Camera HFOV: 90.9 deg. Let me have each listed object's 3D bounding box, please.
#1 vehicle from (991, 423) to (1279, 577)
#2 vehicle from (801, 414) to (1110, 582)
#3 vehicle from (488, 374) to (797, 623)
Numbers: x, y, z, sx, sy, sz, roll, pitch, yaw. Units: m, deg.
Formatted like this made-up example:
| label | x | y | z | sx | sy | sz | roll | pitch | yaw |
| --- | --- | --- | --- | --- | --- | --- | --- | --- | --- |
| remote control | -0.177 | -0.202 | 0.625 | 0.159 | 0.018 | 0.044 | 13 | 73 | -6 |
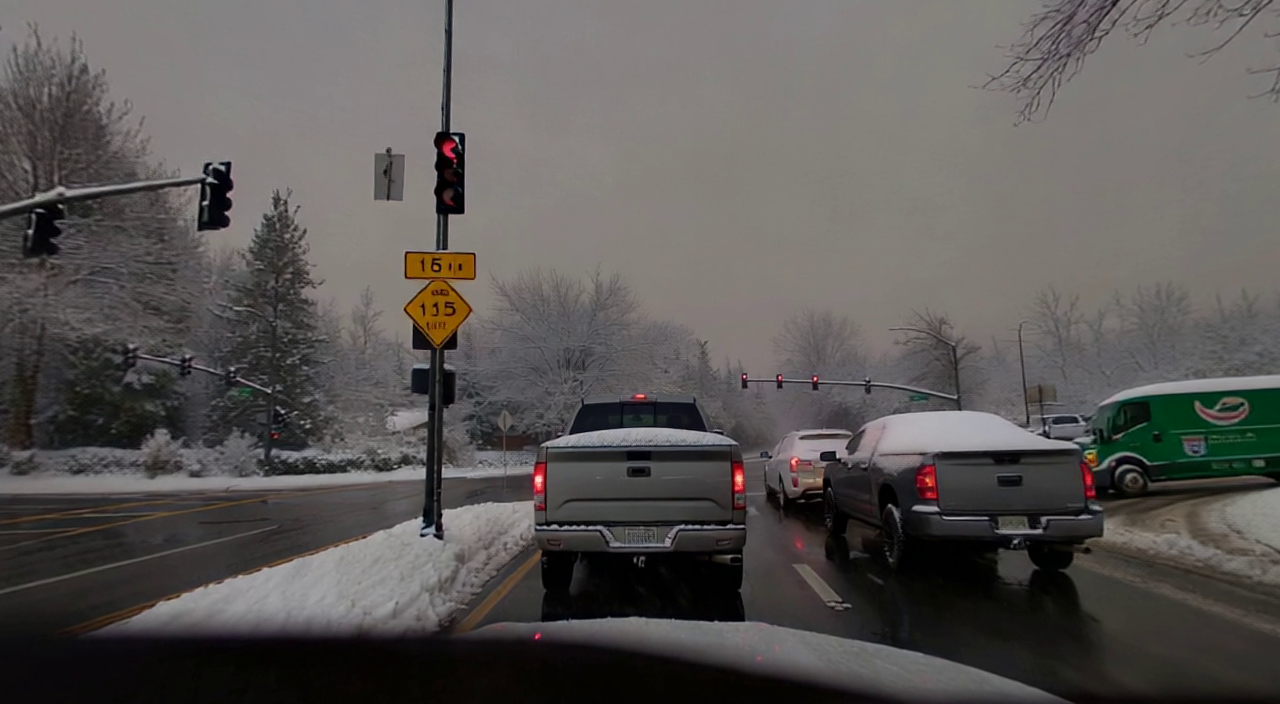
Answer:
| label | x | y | z | sx | sy | sz | roll | pitch | yaw |
| --- | --- | --- | --- | --- | --- | --- | --- | --- | --- |
| vehicle | 6.835 | 1.746 | 8.280 | 1.973 | 1.470 | 4.228 | 0 | -8 | 0 |
| vehicle | 3.585 | 1.718 | 8.195 | 1.981 | 1.616 | 4.006 | 0 | -8 | 1 |
| vehicle | 0.049 | 1.469 | 7.330 | 2.326 | 1.880 | 4.964 | 0 | -8 | 1 |
